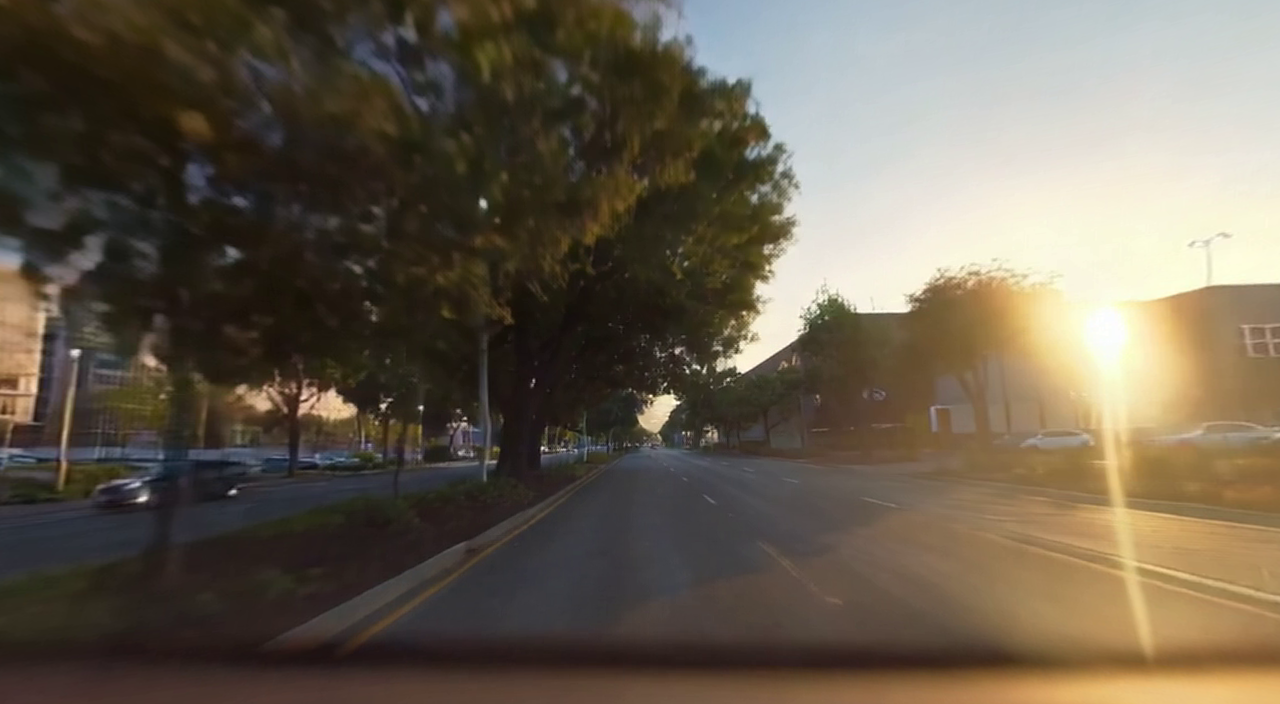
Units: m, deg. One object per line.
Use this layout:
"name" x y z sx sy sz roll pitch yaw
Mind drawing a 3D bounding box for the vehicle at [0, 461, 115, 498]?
"vehicle" -26.394 5.563 27.707 4.680 1.443 1.960 3 -9 -22

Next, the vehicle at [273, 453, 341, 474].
"vehicle" -25.241 8.462 48.098 4.296 1.406 1.920 3 -9 -20
